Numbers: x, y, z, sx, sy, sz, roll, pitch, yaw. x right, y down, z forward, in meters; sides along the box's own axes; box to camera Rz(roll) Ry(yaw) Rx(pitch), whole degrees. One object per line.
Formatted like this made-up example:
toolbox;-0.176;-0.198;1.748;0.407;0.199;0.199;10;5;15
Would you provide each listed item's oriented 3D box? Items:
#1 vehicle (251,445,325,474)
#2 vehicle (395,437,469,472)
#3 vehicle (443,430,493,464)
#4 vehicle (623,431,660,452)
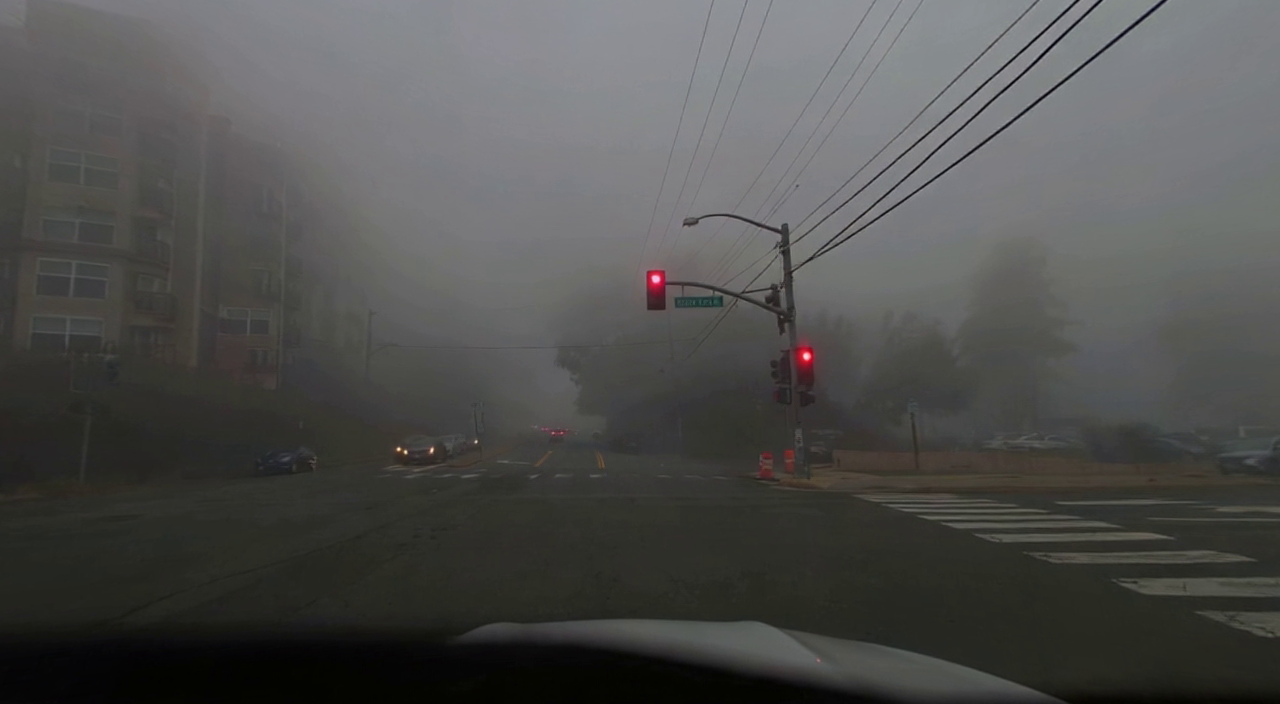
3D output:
vehicle;-21.091;6.463;38.092;1.981;1.628;4.336;0;-9;-1
vehicle;-9.688;4.806;29.794;2.116;1.521;4.294;0;-9;-1
vehicle;-9.777;5.459;36.192;1.910;1.818;4.057;0;-9;-3
vehicle;0.039;6.974;48.989;2.073;1.571;4.790;2;-9;-10
